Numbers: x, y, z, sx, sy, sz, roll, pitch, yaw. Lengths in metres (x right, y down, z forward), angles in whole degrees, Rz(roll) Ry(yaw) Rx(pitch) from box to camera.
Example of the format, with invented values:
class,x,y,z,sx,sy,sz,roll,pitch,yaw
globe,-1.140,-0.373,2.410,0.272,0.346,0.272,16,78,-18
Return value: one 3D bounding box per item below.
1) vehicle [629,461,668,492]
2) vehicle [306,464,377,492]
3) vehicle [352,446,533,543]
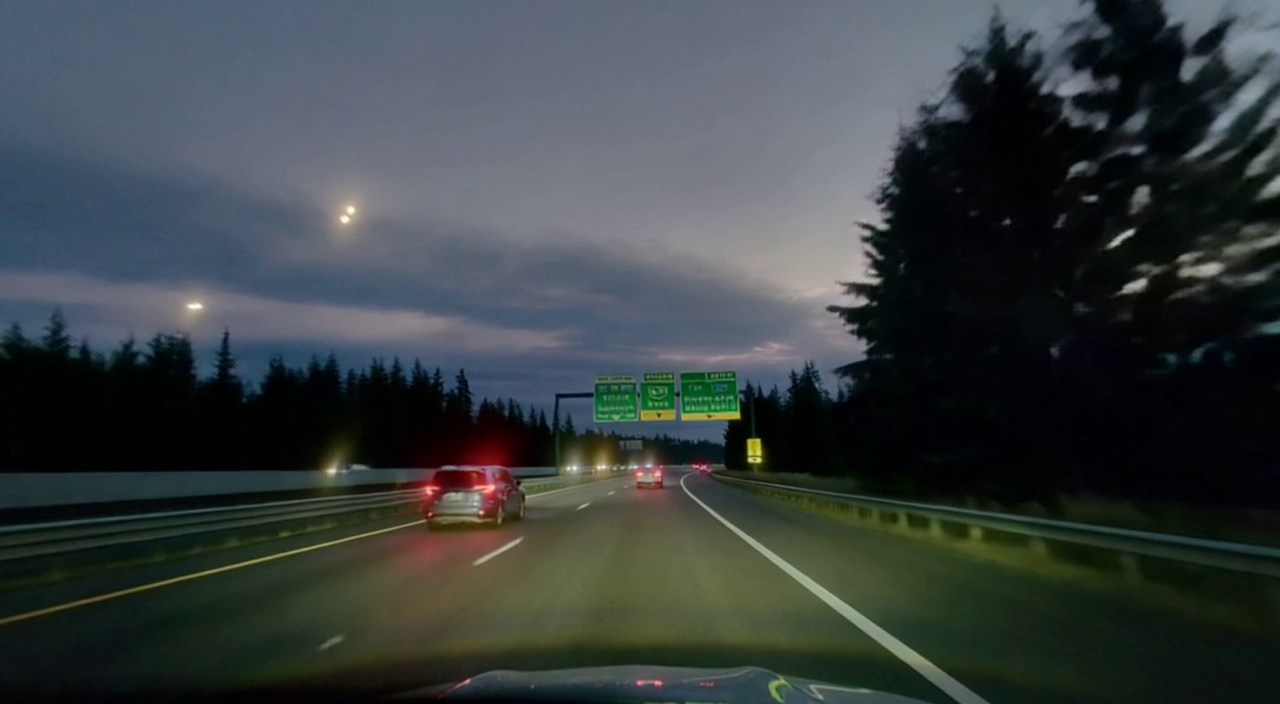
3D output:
class,x,y,z,sx,sy,sz,roll,pitch,yaw
vehicle,0.552,7.117,36.113,2.000,1.594,3.996,1,-10,3
vehicle,-18.169,7.669,38.546,1.962,1.525,4.395,1,-10,3
vehicle,-3.710,2.827,12.958,2.063,1.556,4.740,1,-10,1
